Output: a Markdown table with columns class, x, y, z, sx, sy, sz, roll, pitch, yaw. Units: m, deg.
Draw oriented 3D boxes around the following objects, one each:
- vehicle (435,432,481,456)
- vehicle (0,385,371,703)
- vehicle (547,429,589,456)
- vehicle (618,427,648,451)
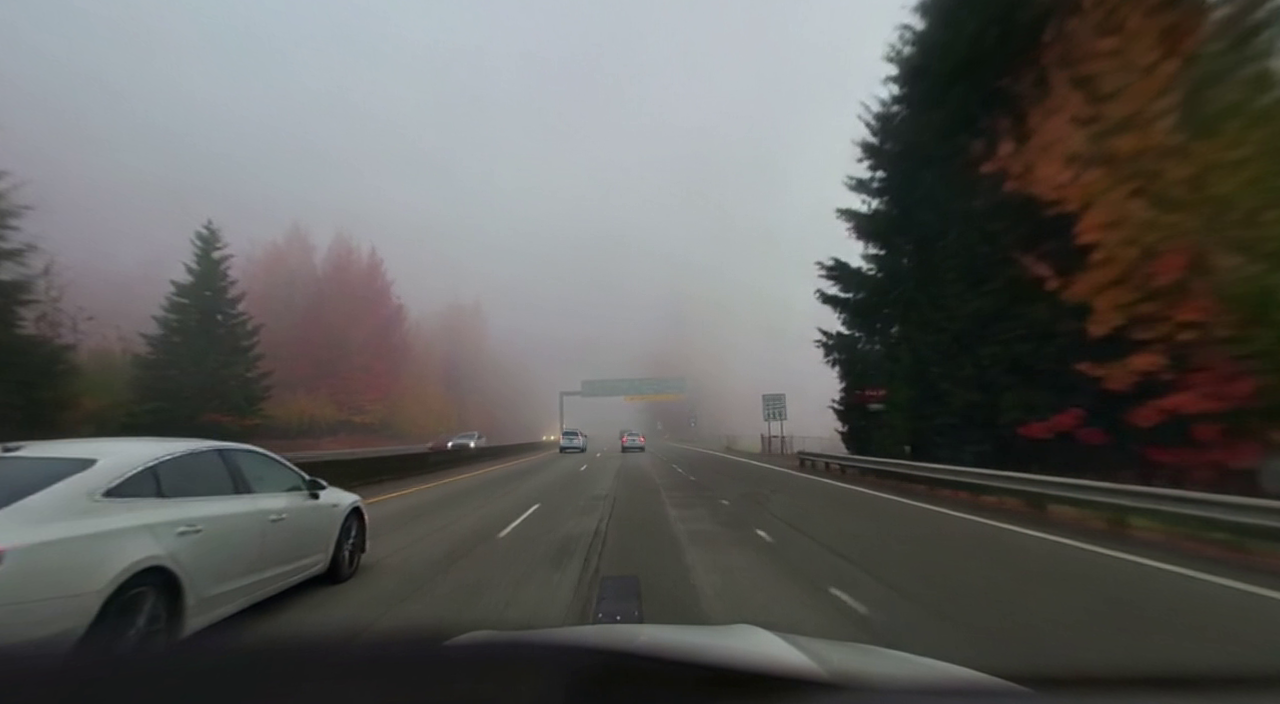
| class | x | y | z | sx | sy | sz | roll | pitch | yaw |
| --- | --- | --- | --- | --- | --- | --- | --- | --- | --- |
| vehicle | -12.264 | 6.227 | 42.621 | 1.906 | 1.554 | 4.103 | 0 | -8 | 0 |
| vehicle | -3.472 | 1.018 | 3.395 | 1.989 | 1.497 | 4.645 | 0 | -8 | 0 |
| vehicle | -4.338 | 5.478 | 38.312 | 2.071 | 1.524 | 4.398 | 0 | -8 | 0 |
| vehicle | -0.493 | 6.134 | 44.389 | 2.054 | 1.609 | 3.859 | 0 | -8 | -1 |
